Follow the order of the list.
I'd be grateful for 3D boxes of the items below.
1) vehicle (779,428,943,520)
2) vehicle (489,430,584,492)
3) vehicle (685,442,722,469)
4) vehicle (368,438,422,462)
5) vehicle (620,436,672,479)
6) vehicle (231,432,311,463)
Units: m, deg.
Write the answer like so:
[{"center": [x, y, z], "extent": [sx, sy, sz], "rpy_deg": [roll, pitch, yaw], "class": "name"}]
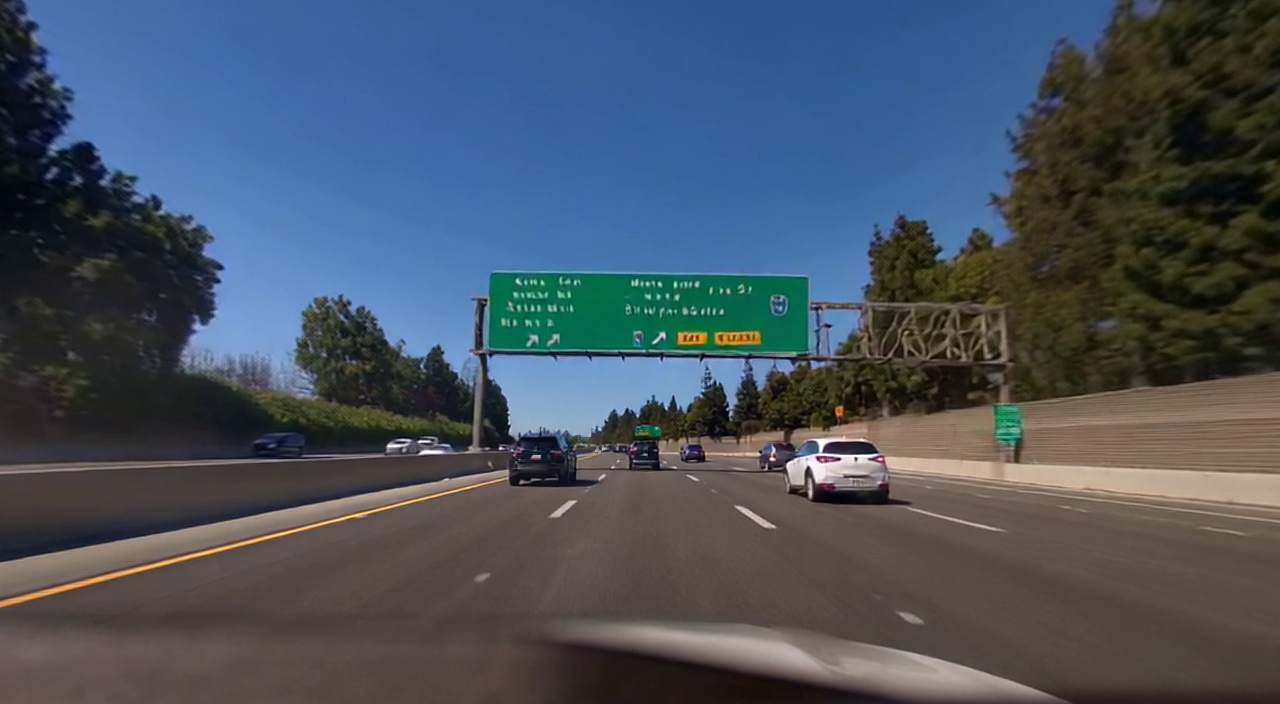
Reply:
[{"center": [4.628, 2.627, 14.081], "extent": [2.041, 1.669, 4.712], "rpy_deg": [0, -9, 1], "class": "vehicle"}, {"center": [-3.226, 3.535, 20.730], "extent": [2.199, 1.777, 4.790], "rpy_deg": [0, -9, 1], "class": "vehicle"}, {"center": [4.231, 7.014, 42.845], "extent": [2.022, 1.682, 4.226], "rpy_deg": [1, -9, -1], "class": "vehicle"}, {"center": [-18.496, 7.436, 47.785], "extent": [2.019, 1.714, 4.907], "rpy_deg": [0, -9, 0], "class": "vehicle"}, {"center": [0.243, 4.723, 28.384], "extent": [2.181, 1.728, 3.970], "rpy_deg": [1, -9, 0], "class": "vehicle"}, {"center": [-26.087, 6.807, 44.794], "extent": [2.182, 2.016, 5.695], "rpy_deg": [0, -9, 0], "class": "vehicle"}]
